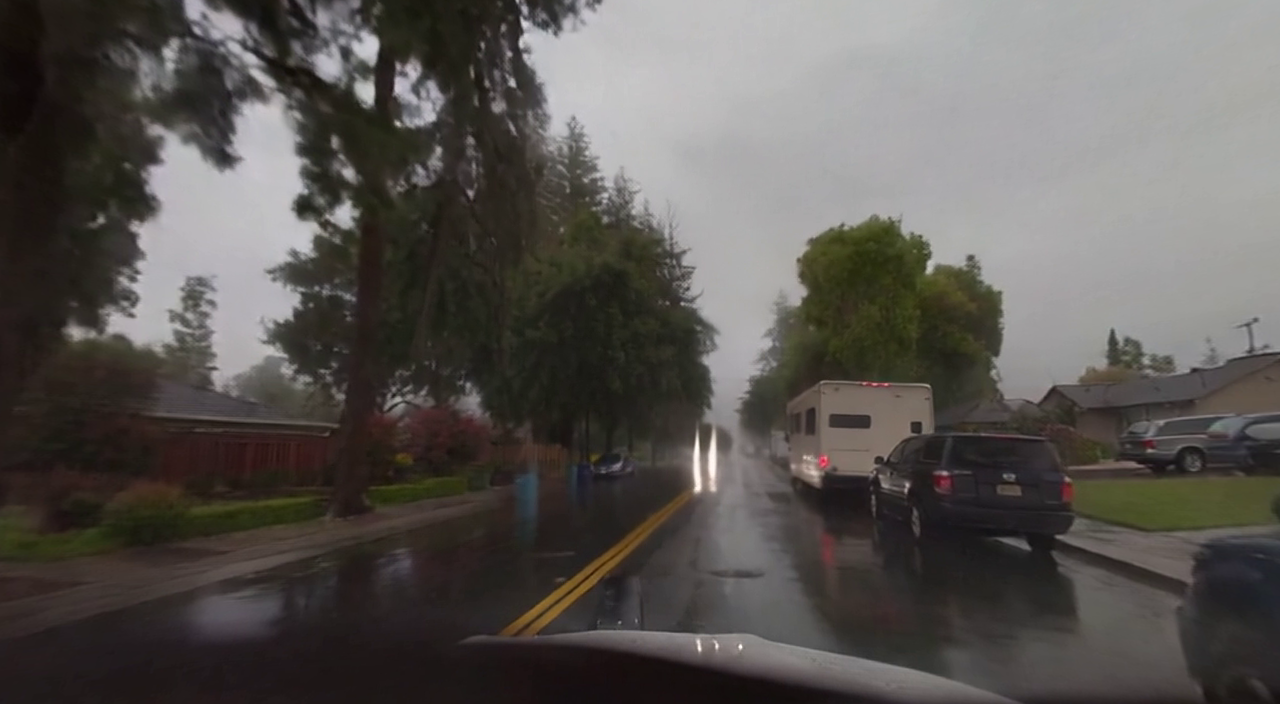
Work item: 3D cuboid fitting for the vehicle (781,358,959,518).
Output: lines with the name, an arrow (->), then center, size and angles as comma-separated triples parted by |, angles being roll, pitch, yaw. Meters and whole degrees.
vehicle -> 6.235, 2.695, 19.368 | 3.052, 3.440, 11.052 | -2, -9, 10

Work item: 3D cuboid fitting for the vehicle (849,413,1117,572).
vehicle -> 4.703, 1.963, 9.605 | 1.980, 1.782, 4.627 | -2, -9, 8

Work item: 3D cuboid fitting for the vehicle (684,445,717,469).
vehicle -> 4.730, 8.133, 48.789 | 2.194, 1.763, 4.288 | -2, -9, 10

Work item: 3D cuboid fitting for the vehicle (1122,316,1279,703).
vehicle -> 3.323, 0.500, 0.450 | 2.182, 1.785, 5.726 | 0, -8, 9
